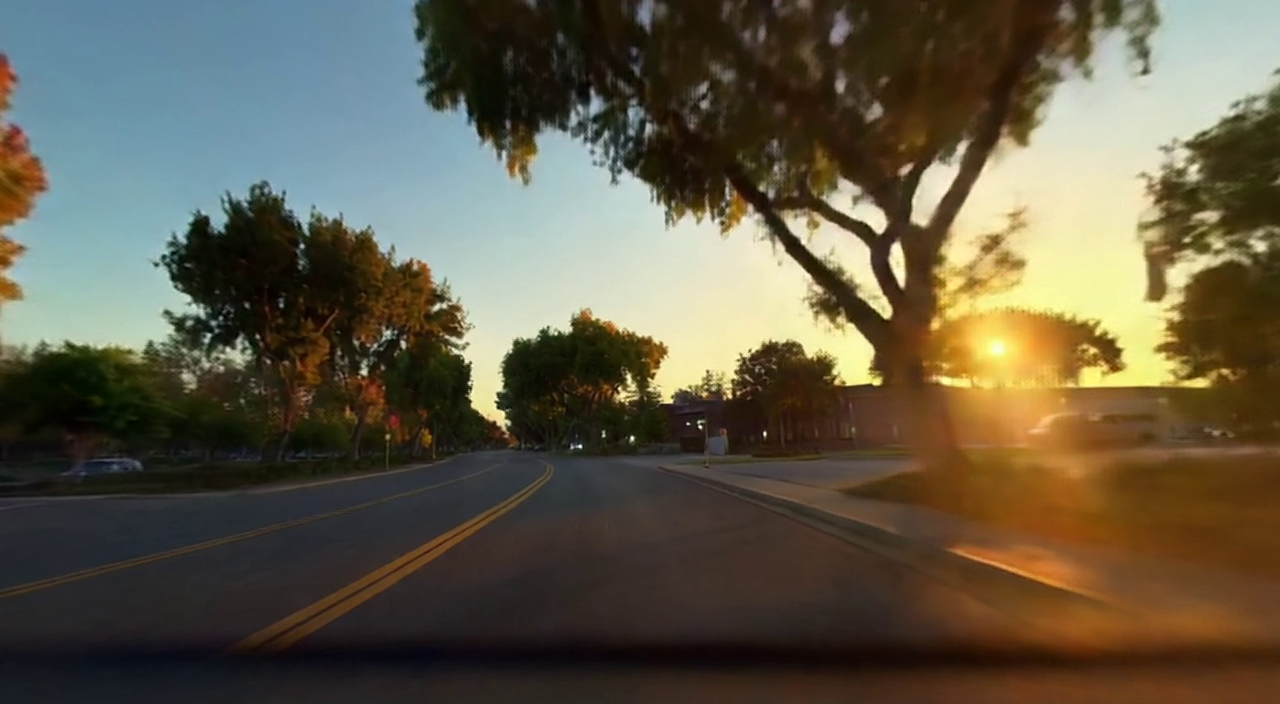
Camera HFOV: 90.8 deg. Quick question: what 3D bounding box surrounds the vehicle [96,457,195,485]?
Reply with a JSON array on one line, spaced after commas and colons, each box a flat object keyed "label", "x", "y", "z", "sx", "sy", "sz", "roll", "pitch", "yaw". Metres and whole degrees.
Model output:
[{"label": "vehicle", "x": -25.753, "y": 6.200, "z": 33.021, "sx": 3.602, "sy": 1.387, "sz": 1.687, "roll": 2, "pitch": -9, "yaw": -7}]

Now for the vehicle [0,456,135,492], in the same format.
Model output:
[{"label": "vehicle", "x": -25.346, "y": 5.313, "z": 27.706, "sx": 4.527, "sy": 1.441, "sz": 2.024, "roll": 0, "pitch": -9, "yaw": -3}]
